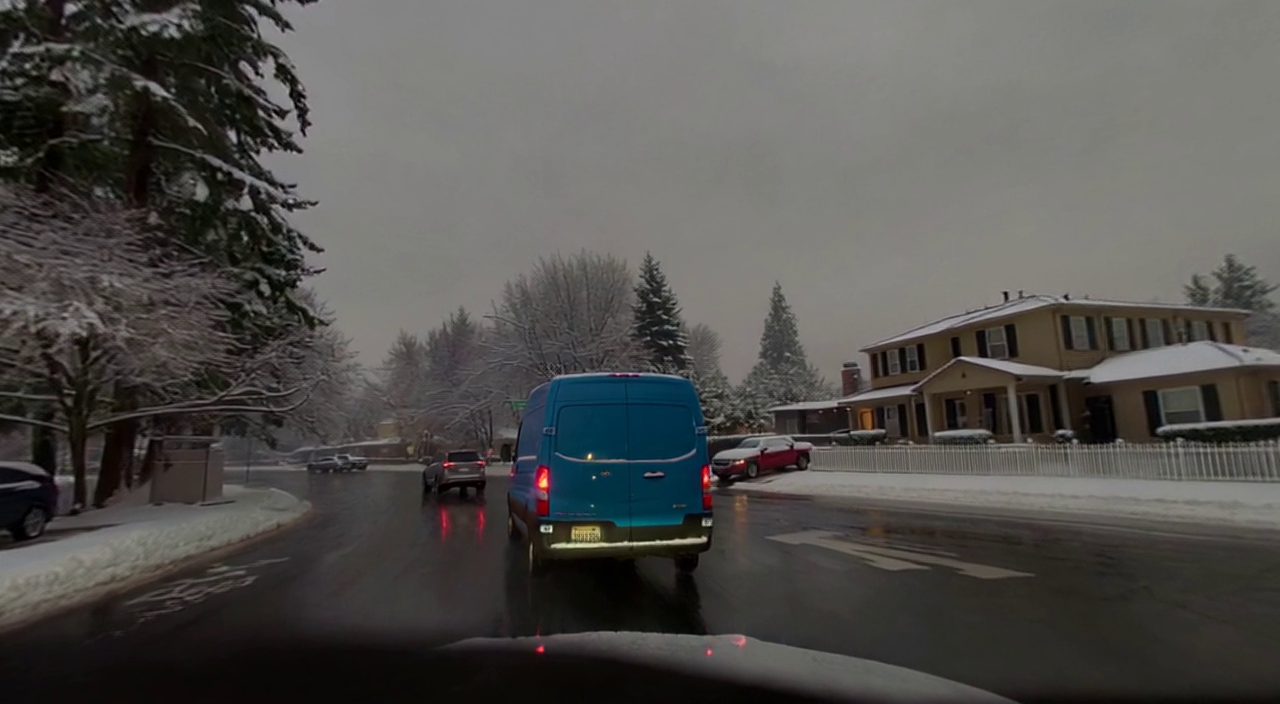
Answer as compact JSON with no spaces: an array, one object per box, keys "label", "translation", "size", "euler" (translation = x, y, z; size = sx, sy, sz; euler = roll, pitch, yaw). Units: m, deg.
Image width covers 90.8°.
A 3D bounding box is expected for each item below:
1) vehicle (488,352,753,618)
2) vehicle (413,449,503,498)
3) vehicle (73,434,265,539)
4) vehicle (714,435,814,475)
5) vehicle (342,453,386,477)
[{"label":"vehicle","translation":[-0.668,1.435,7.712],"size":[2.213,2.124,4.809],"euler":[2,-9,-14]},{"label":"vehicle","translation":[-6.272,4.028,21.418],"size":[2.008,1.445,4.386],"euler":[4,-10,-28]},{"label":"vehicle","translation":[-10.278,2.866,14.402],"size":[2.228,1.871,5.492],"euler":[4,-9,-24]},{"label":"vehicle","translation":[5.996,4.920,30.357],"size":[4.559,1.754,1.985],"euler":[5,-10,-33]},{"label":"vehicle","translation":[-18.885,7.654,43.096],"size":[1.911,1.493,4.291],"euler":[6,-10,-33]}]
